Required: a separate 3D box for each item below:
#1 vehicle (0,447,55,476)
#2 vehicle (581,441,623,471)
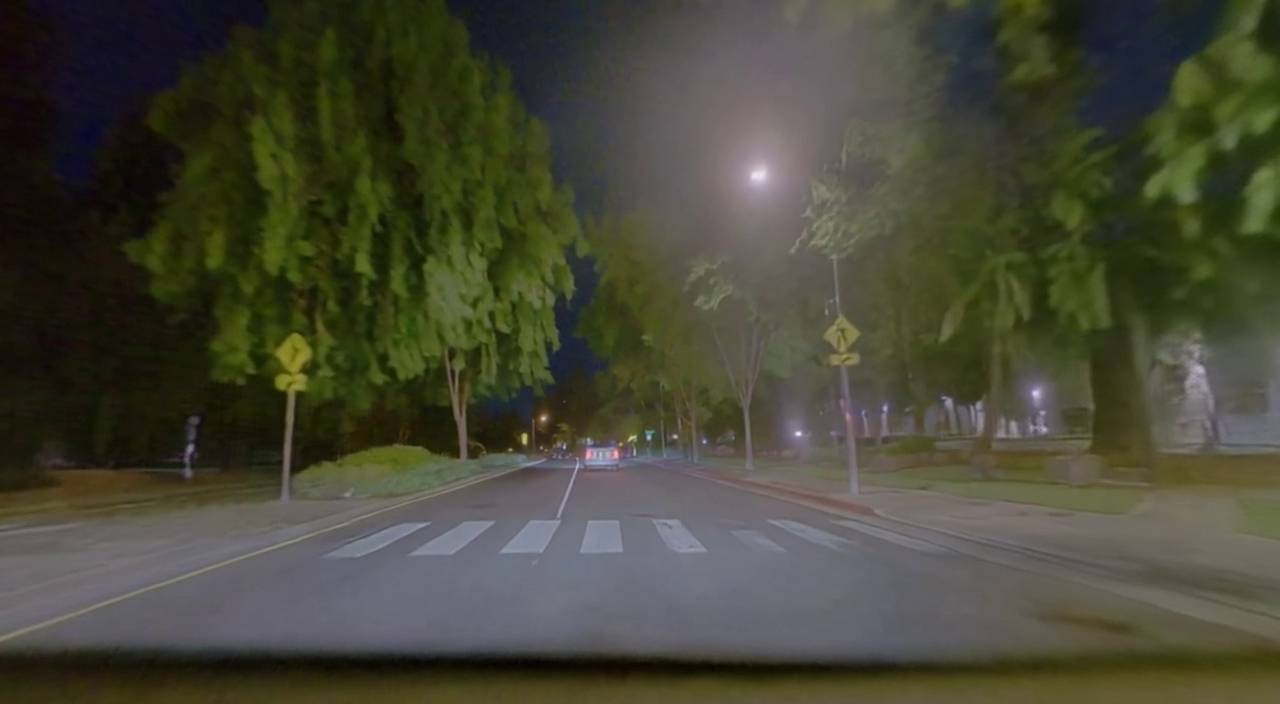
[{"bbox_3d":[-47.468,8.433,48.979,2.020,2.099,4.657,5,-10,-30],"label":"vehicle"},{"bbox_3d":[-2.103,5.594,34.257,2.142,1.501,4.273,1,-9,-4],"label":"vehicle"}]
